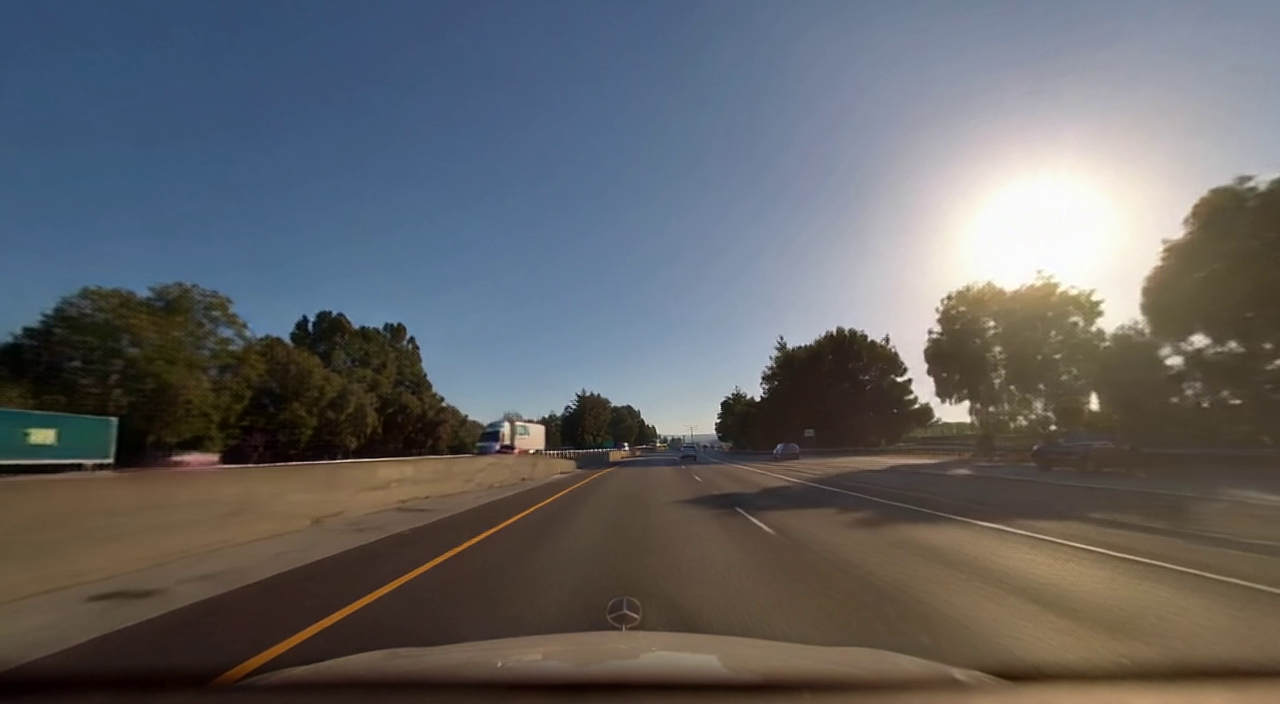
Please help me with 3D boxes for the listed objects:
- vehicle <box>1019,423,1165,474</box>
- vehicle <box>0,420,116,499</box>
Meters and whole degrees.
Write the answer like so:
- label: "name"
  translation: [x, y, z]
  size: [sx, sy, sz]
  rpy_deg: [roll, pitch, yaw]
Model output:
- label: "vehicle"
  translation: [17.559, 3.801, 24.830]
  size: [2.061, 1.776, 4.476]
  rpy_deg: [1, -9, -7]
- label: "vehicle"
  translation: [-28.504, 4.919, 28.977]
  size: [2.902, 3.325, 6.480]
  rpy_deg: [-1, -9, 2]
